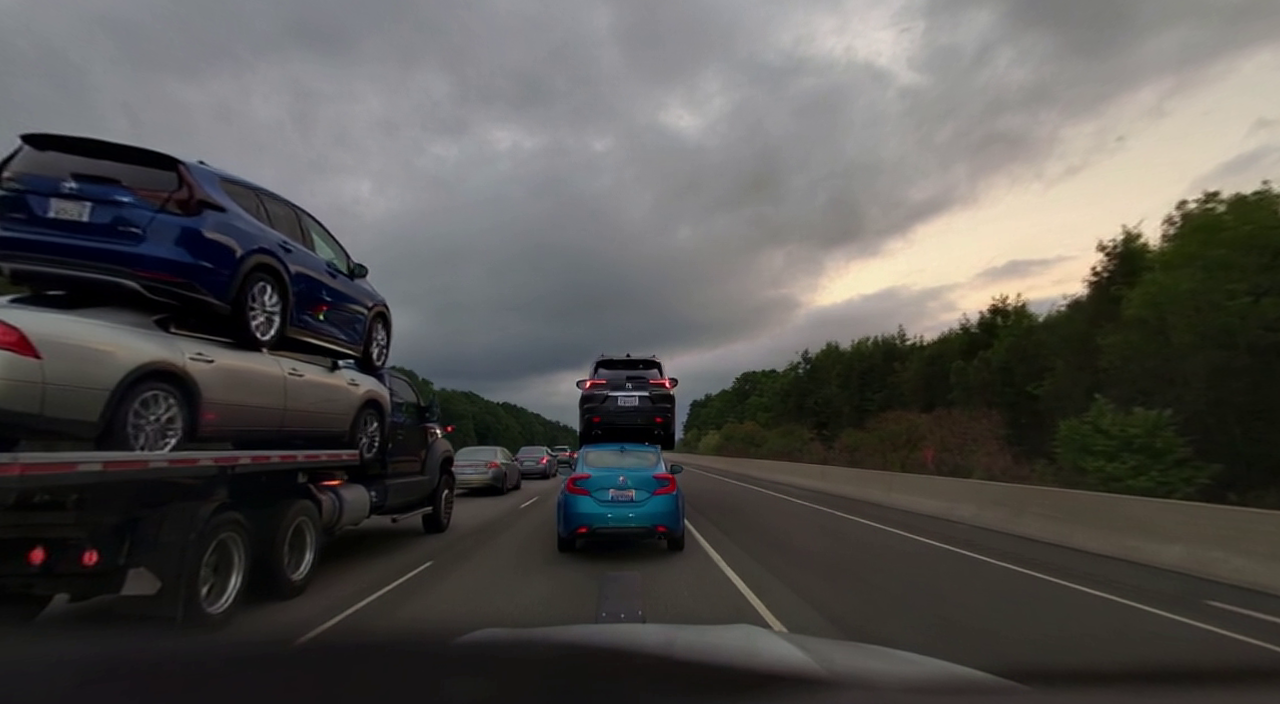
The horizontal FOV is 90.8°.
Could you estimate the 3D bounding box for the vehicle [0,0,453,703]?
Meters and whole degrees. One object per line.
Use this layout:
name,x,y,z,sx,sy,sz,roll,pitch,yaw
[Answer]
vehicle,-4.549,-0.065,3.365,2.836,4.059,14.286,0,-9,0

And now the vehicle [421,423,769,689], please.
vehicle,-0.275,1.439,5.404,1.991,1.507,3.391,0,-9,-1
